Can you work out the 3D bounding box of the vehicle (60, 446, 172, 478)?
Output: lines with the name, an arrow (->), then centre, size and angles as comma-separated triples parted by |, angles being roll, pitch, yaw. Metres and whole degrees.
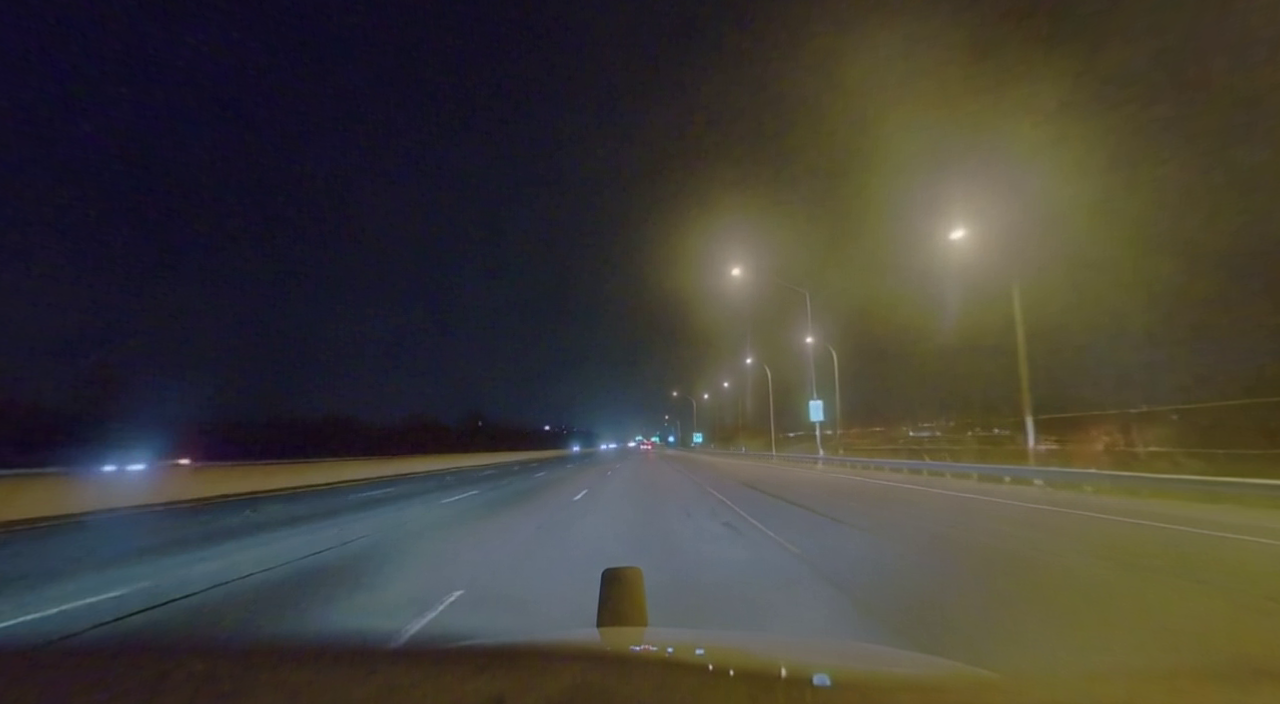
vehicle -> -29.550, 6.166, 35.807 | 1.901, 1.647, 4.986 | -1, -8, 3
